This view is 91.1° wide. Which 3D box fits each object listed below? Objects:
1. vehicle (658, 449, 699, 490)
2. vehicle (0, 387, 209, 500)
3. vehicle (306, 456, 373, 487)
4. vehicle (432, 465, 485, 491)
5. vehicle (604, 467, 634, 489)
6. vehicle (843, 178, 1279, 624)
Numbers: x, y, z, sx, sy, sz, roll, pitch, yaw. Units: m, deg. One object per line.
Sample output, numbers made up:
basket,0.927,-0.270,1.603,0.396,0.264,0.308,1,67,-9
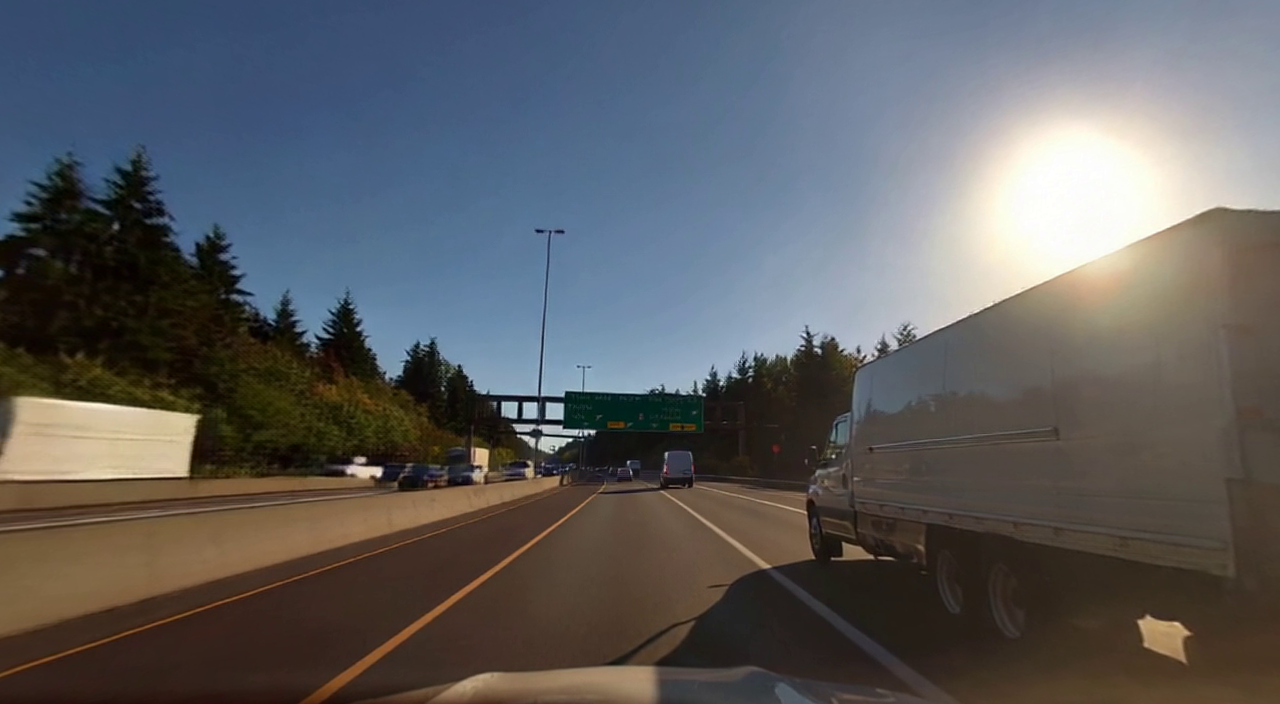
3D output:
vehicle,2.624,8.308,44.357,2.291,2.639,5.280,1,-10,-3
vehicle,-22.493,3.795,24.945,2.722,3.659,11.187,1,-10,0
vehicle,-18.223,7.260,38.295,1.935,1.757,4.412,1,-10,-1
vehicle,-10.754,7.486,37.525,1.934,1.439,4.241,1,-10,0
vehicle,-1.566,9.362,46.783,2.106,1.524,4.381,1,-10,-1
vehicle,7.382,1.398,10.955,2.866,4.102,14.351,1,-10,0
